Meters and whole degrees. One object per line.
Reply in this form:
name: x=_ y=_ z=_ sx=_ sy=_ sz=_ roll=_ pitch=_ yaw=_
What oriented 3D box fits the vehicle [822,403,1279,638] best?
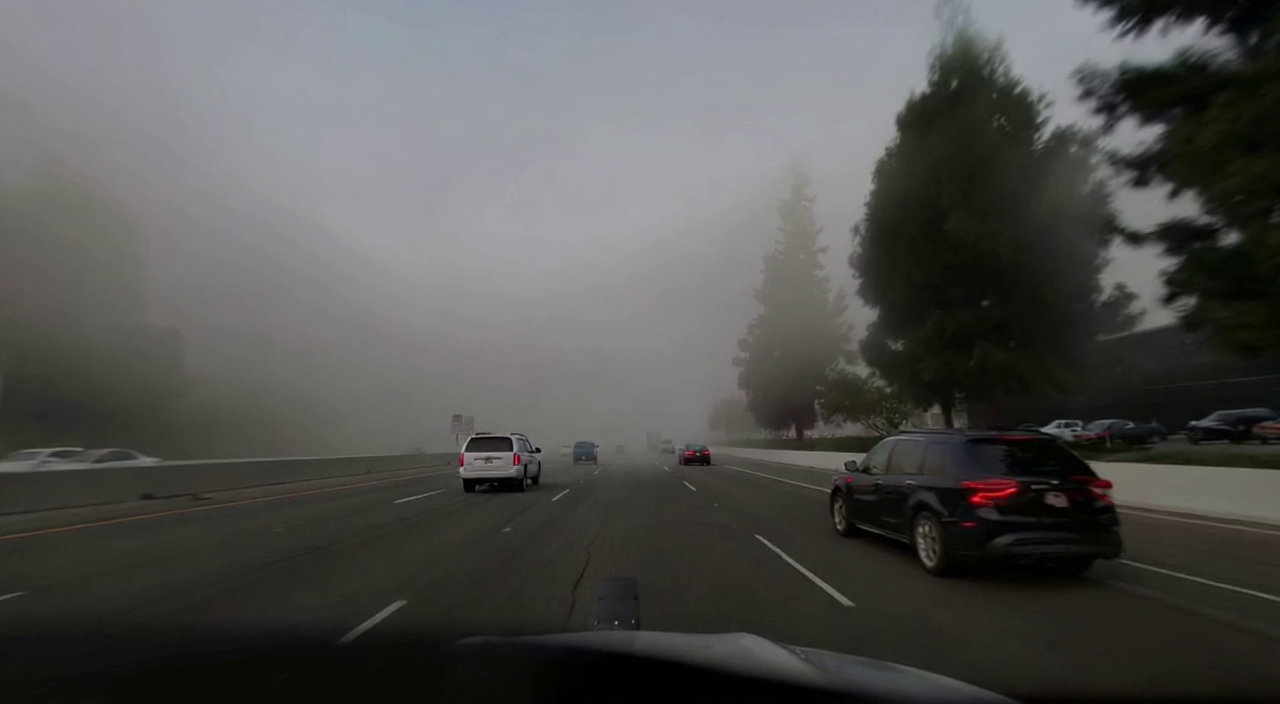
vehicle: x=3.624 y=1.480 z=6.596 sx=2.033 sy=1.596 sz=4.344 roll=0 pitch=-8 yaw=-2

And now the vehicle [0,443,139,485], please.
vehicle: x=-24.851 y=4.817 z=27.544 sx=2.053 sy=1.645 sz=4.876 roll=0 pitch=-8 yaw=0

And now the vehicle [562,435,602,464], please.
vehicle: x=-4.027 y=6.947 z=45.127 sx=2.410 sy=1.981 sz=5.355 roll=0 pitch=-8 yaw=0

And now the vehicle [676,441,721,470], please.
vehicle: x=3.214 y=5.756 z=35.434 sx=1.957 sy=1.510 sz=4.643 roll=0 pitch=-8 yaw=-2

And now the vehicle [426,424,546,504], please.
vehicle: x=-3.802 y=2.847 z=16.494 sx=1.987 sy=1.765 sz=4.508 roll=0 pitch=-8 yaw=0
